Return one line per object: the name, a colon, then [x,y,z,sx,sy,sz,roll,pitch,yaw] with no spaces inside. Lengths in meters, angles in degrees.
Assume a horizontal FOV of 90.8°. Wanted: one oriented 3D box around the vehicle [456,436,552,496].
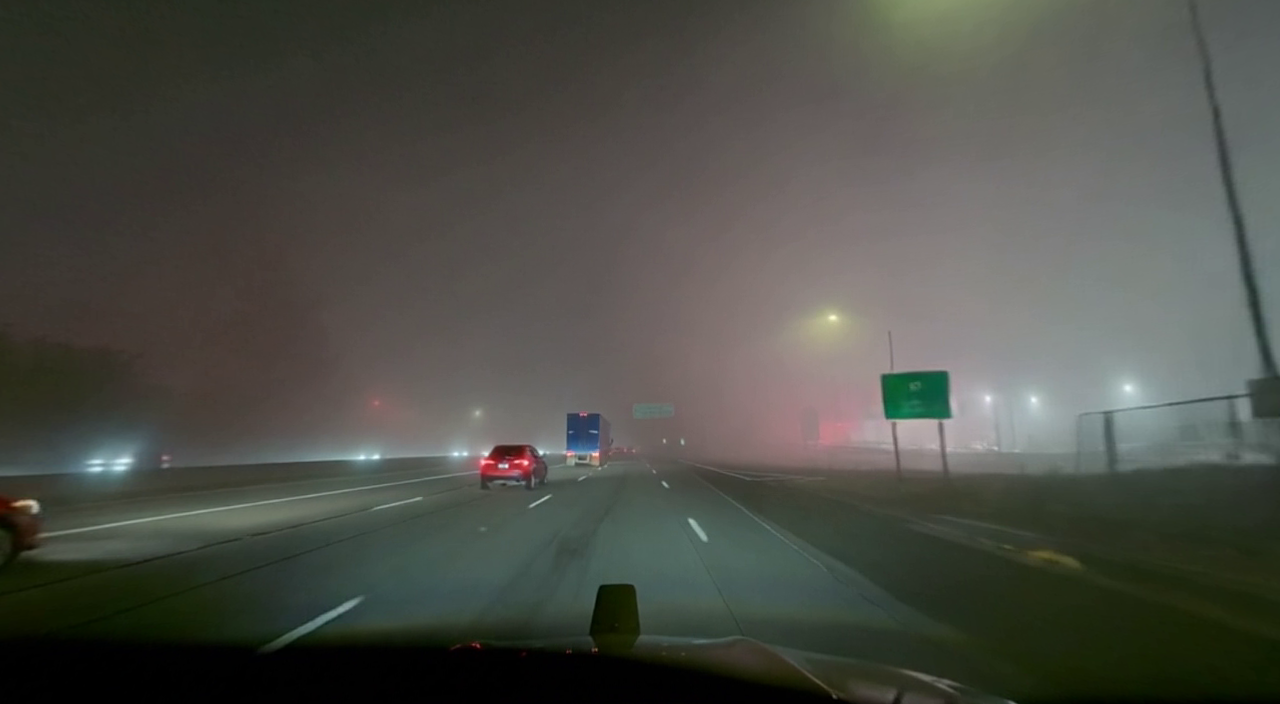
vehicle: [-4.095,3.504,19.768,2.033,1.669,4.112,0,-9,0]
